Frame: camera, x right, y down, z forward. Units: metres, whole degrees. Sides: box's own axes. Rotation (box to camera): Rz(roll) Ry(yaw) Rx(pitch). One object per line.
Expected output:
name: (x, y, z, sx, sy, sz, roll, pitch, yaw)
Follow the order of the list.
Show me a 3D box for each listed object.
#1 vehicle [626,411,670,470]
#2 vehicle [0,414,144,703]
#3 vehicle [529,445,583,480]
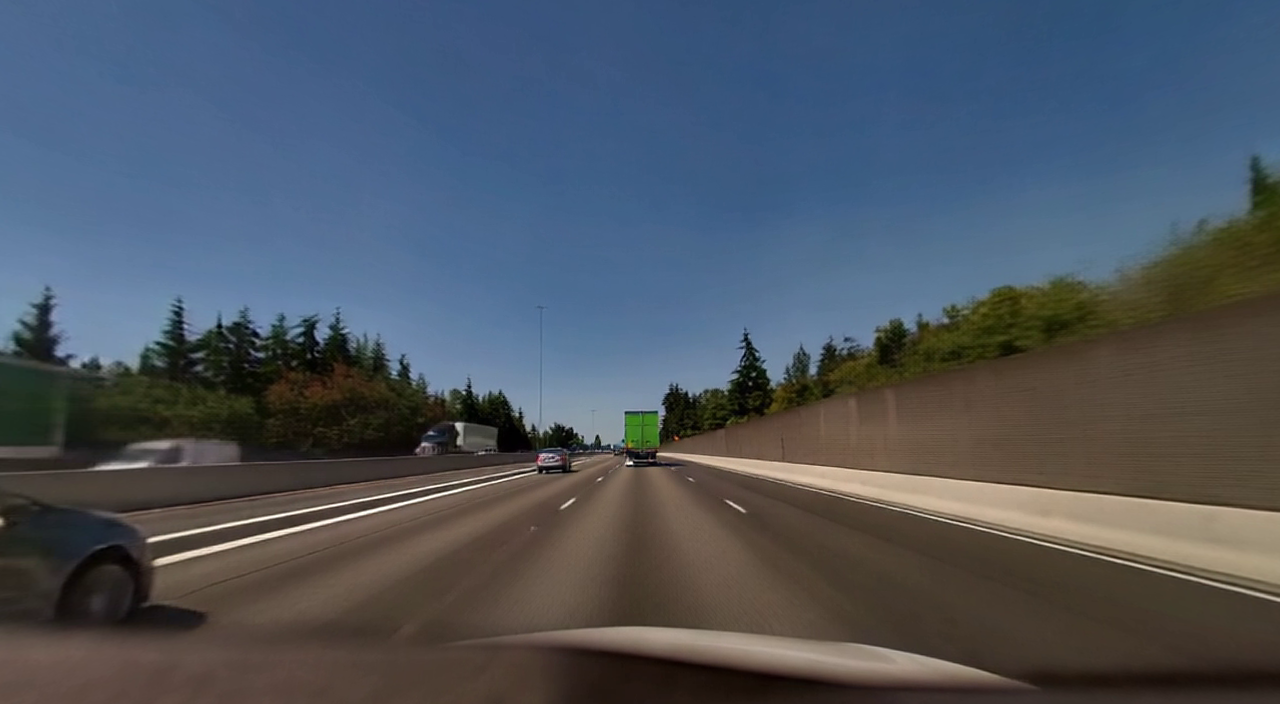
vehicle: (0.621, 6.908, 48.692, 2.980, 4.051, 10.359, 0, -9, 1)
vehicle: (-4.212, 0.826, 1.652, 1.977, 1.478, 4.702, 0, -9, 0)
vehicle: (-4.031, 5.376, 30.954, 1.974, 1.531, 4.429, 0, -9, 1)
